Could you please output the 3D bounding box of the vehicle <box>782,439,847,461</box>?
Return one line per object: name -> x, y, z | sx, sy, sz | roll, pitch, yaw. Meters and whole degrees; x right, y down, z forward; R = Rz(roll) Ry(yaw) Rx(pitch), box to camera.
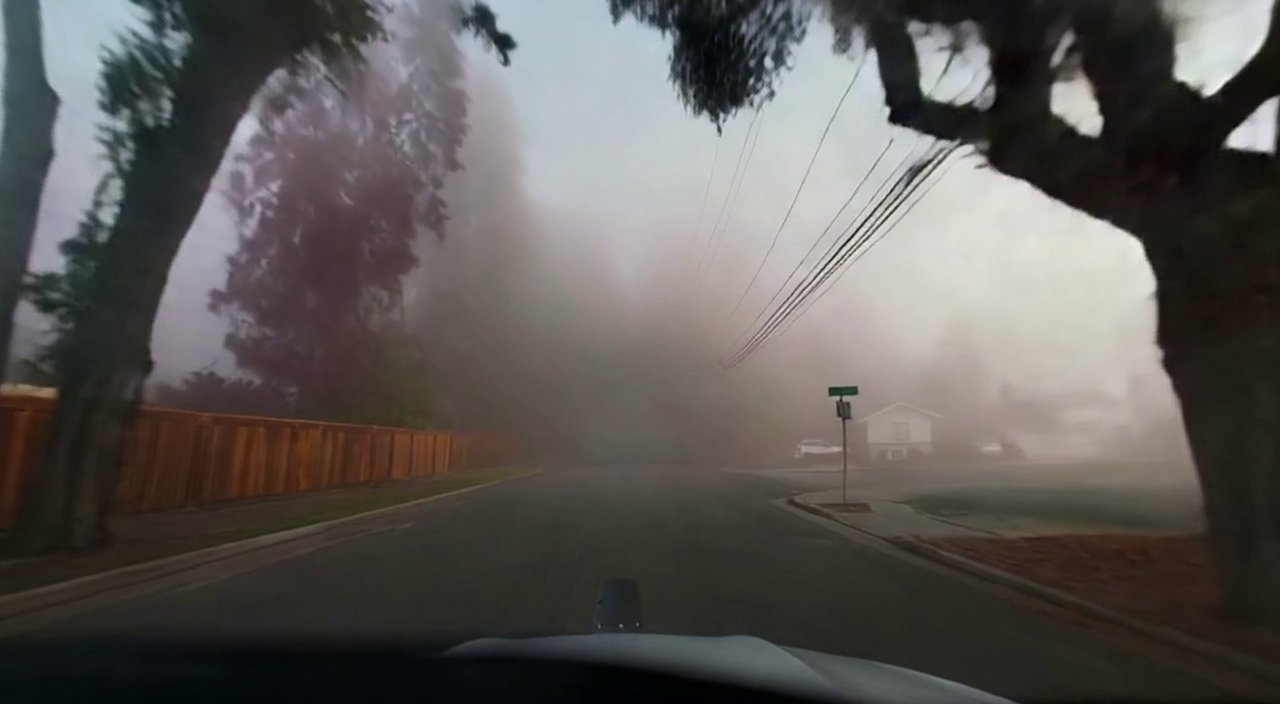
vehicle -> 12.619, 7.087, 45.912 | 4.286, 1.525, 2.219 | -1, -9, 10
